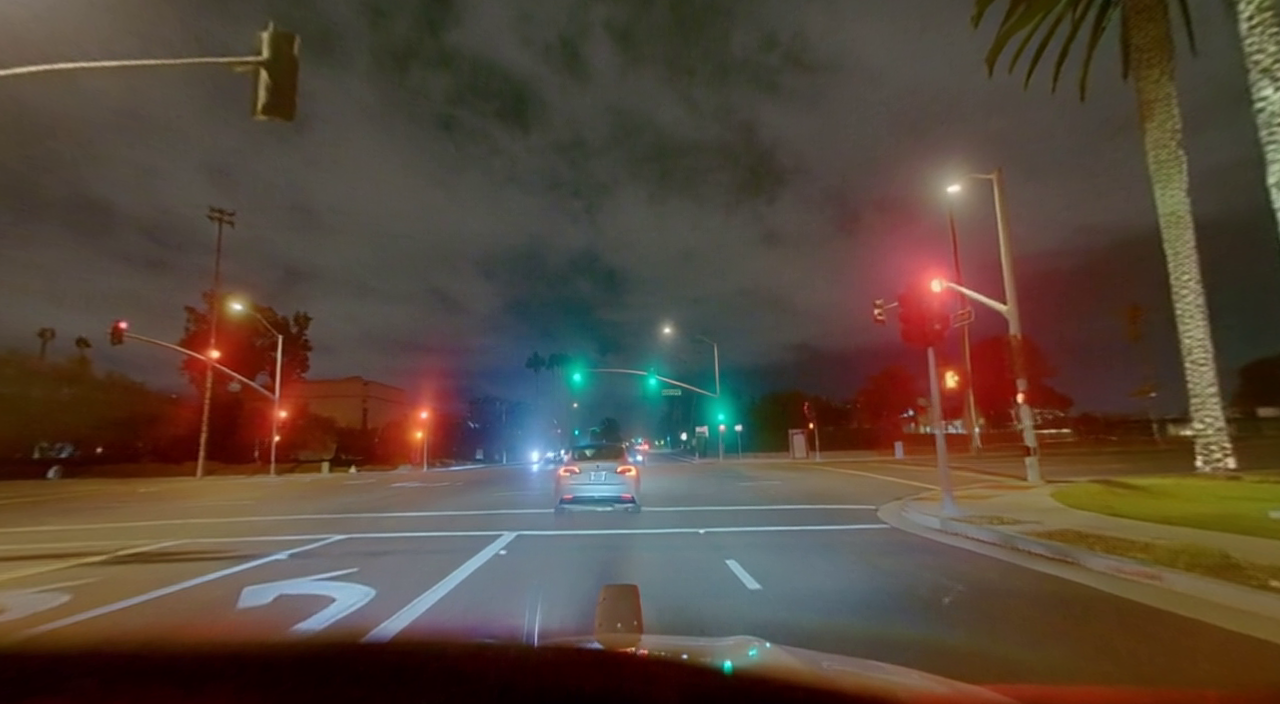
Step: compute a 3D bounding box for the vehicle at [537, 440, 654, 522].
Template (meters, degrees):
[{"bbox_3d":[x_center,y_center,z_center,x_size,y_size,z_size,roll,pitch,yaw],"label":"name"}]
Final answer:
[{"bbox_3d":[-0.870,2.680,13.772,2.152,1.478,4.229,0,-8,-2],"label":"vehicle"}]
